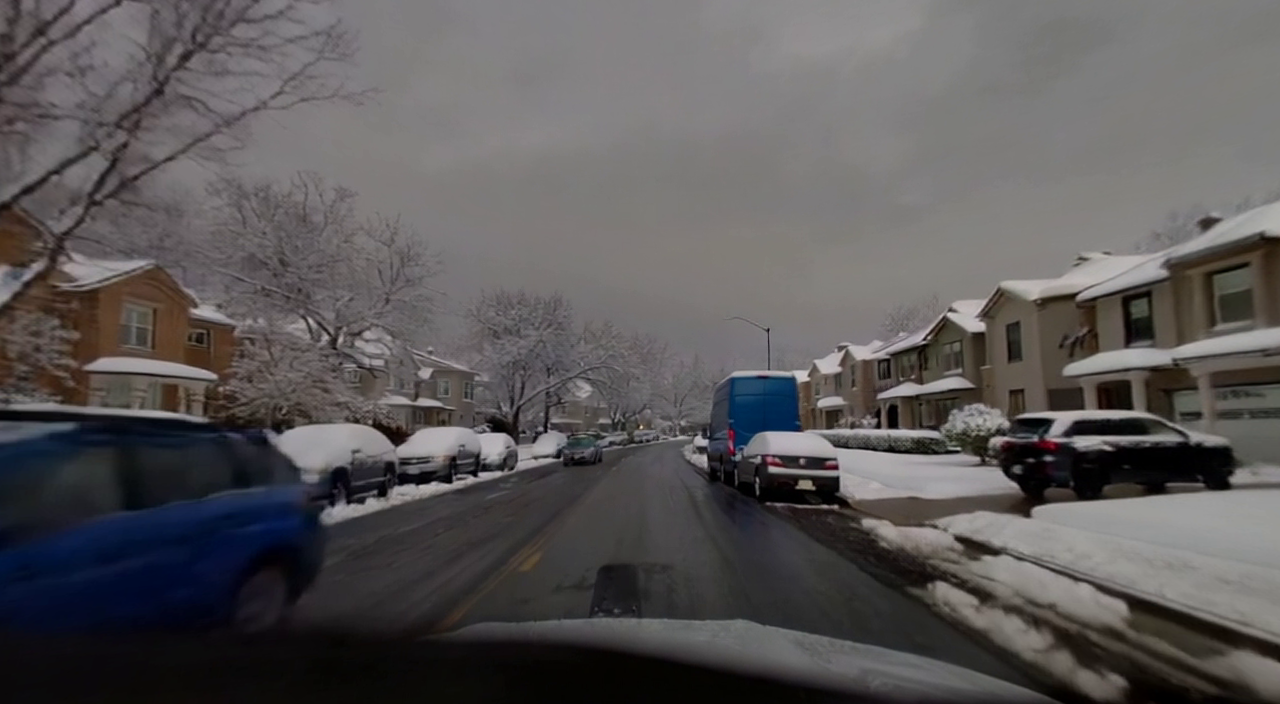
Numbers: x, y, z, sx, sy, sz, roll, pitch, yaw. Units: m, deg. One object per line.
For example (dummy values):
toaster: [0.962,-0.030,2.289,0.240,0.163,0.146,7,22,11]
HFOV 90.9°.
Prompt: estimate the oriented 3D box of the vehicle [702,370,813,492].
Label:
vehicle: [3.314,2.426,19.325,2.317,3.096,6.383,0,-8,2]

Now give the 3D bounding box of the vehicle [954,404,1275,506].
vehicle: [8.168,1.742,10.997,4.511,1.528,1.992,2,-8,-15]

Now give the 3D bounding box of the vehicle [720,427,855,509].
vehicle: [2.988,2.421,13.772,1.955,1.500,4.410,0,-8,1]

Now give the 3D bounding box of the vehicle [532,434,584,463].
vehicle: [-4.443,5.274,34.719,1.941,1.515,3.995,-1,-8,6]

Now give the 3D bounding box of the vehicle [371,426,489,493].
vehicle: [-5.774,2.931,17.788,1.834,1.532,3.628,3,-6,3]

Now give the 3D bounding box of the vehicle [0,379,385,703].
vehicle: [-2.968,0.973,2.944,1.889,1.505,3.849,0,-8,1]
